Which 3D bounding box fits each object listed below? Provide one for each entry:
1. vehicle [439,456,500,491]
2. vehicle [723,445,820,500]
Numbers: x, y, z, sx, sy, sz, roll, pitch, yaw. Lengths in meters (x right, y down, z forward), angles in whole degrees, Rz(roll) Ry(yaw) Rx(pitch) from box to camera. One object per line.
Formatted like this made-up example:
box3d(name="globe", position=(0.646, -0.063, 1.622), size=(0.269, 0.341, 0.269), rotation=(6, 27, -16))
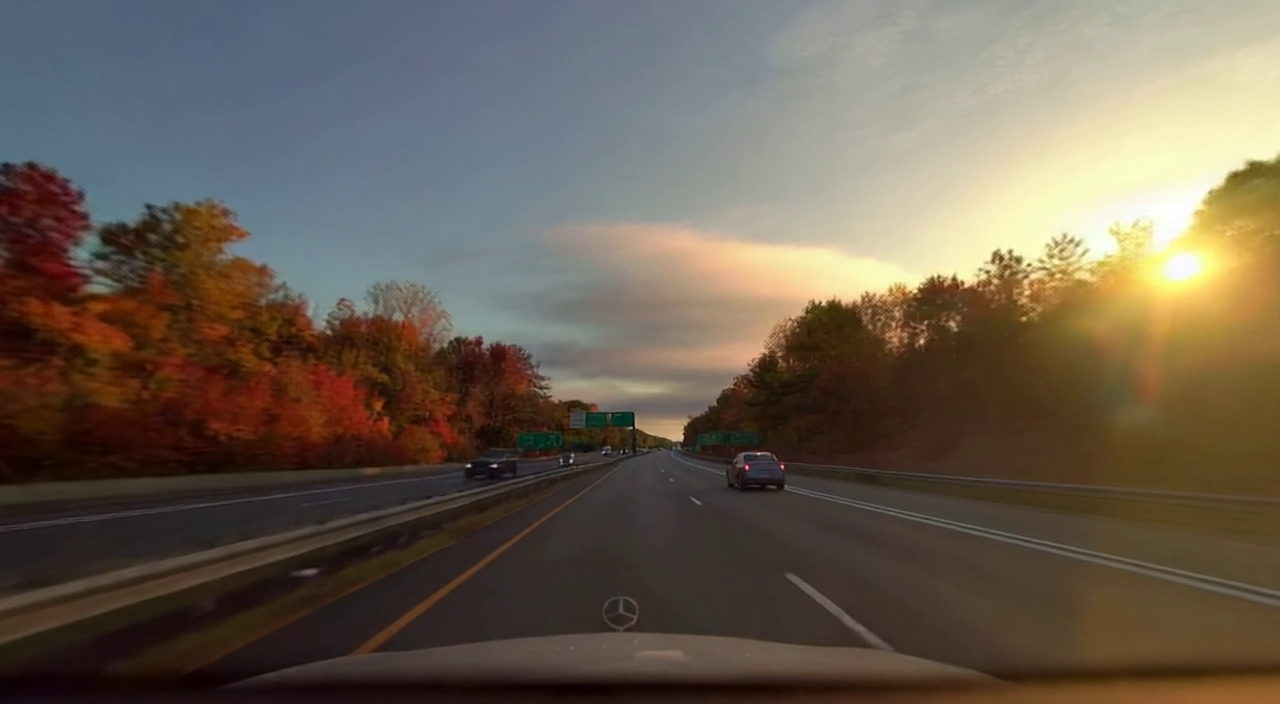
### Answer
box3d(name="vehicle", position=(-8.375, 6.000, 31.180), size=(1.917, 1.535, 4.086), rotation=(0, -9, 0))
box3d(name="vehicle", position=(4.108, 3.858, 20.435), size=(2.070, 1.546, 4.648), rotation=(0, -9, -1))
